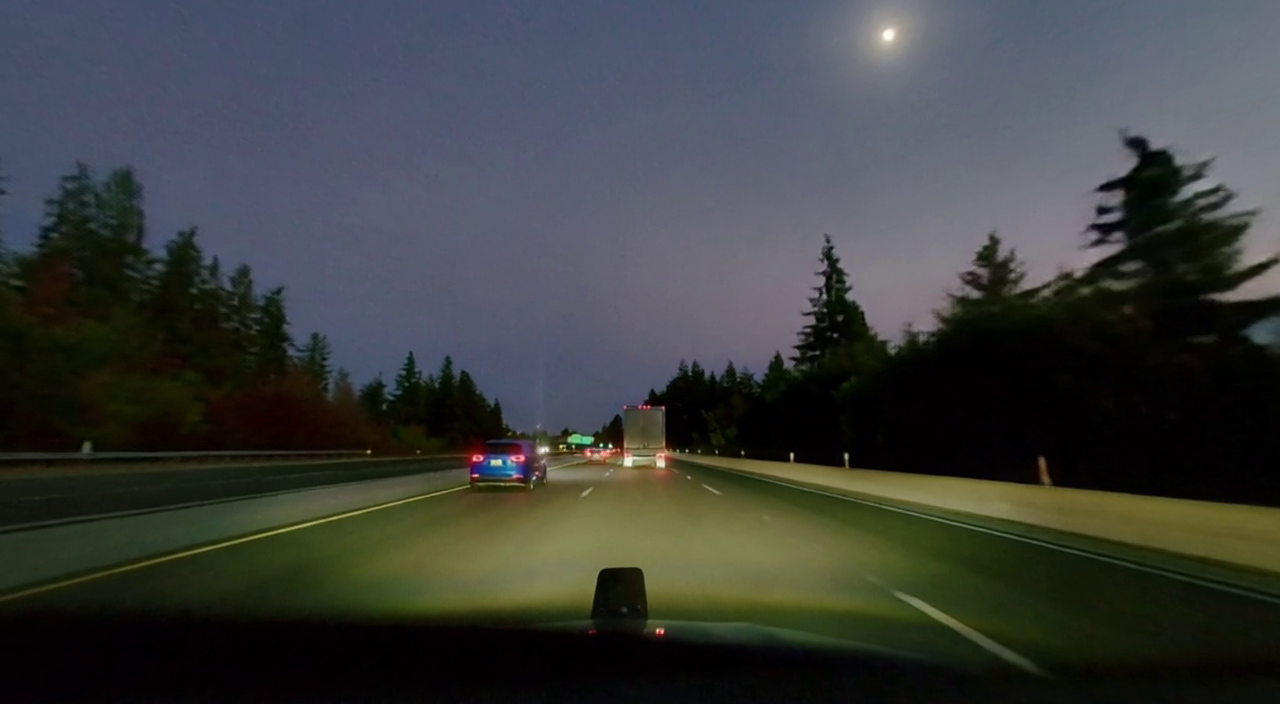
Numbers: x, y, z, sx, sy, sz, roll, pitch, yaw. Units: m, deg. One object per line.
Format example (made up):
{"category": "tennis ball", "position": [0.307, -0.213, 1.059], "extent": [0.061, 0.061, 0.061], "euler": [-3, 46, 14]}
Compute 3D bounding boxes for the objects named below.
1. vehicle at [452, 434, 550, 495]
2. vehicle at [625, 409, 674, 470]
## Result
{"category": "vehicle", "position": [-3.962, 3.279, 18.680], "extent": [1.977, 1.602, 3.944], "euler": [0, -9, 1]}
{"category": "vehicle", "position": [0.470, 5.937, 42.441], "extent": [2.893, 3.628, 9.081], "euler": [0, -9, -2]}
